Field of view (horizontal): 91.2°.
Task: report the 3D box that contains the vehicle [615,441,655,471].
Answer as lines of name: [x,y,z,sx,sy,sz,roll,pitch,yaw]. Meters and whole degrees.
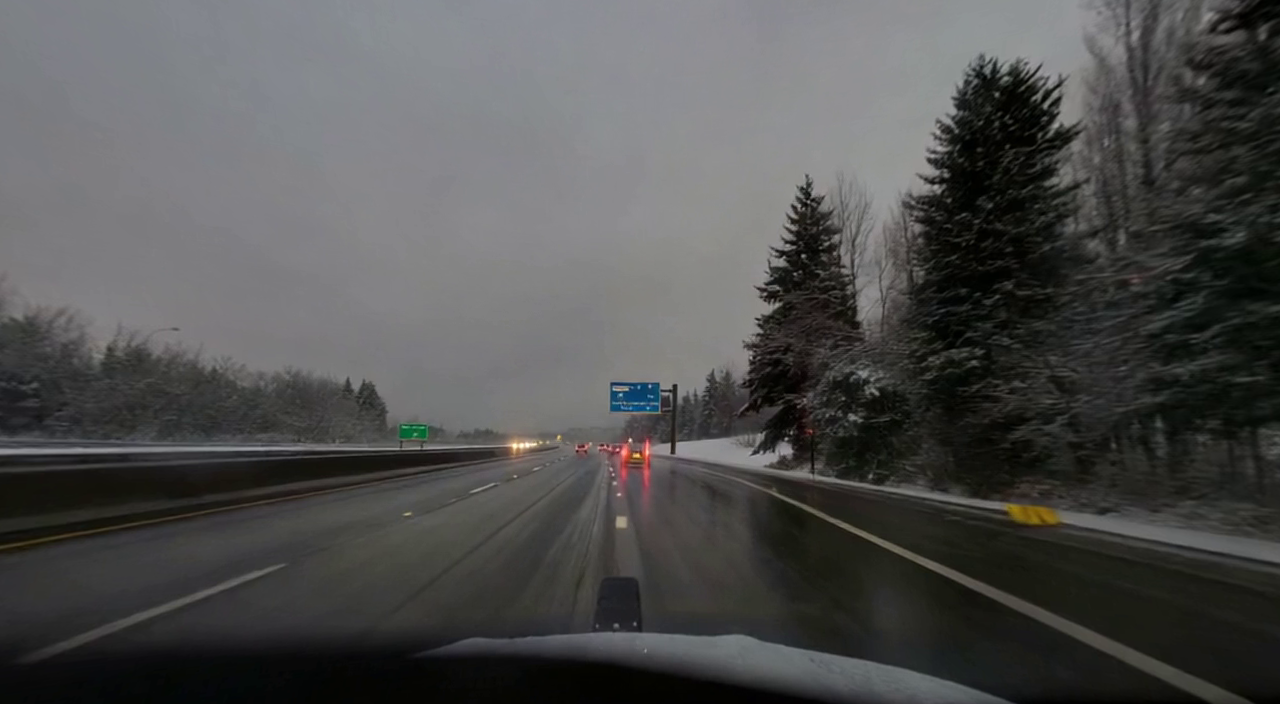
vehicle: [-0.249,5.598,33.903,2.055,1.509,4.255,0,-9,0]
